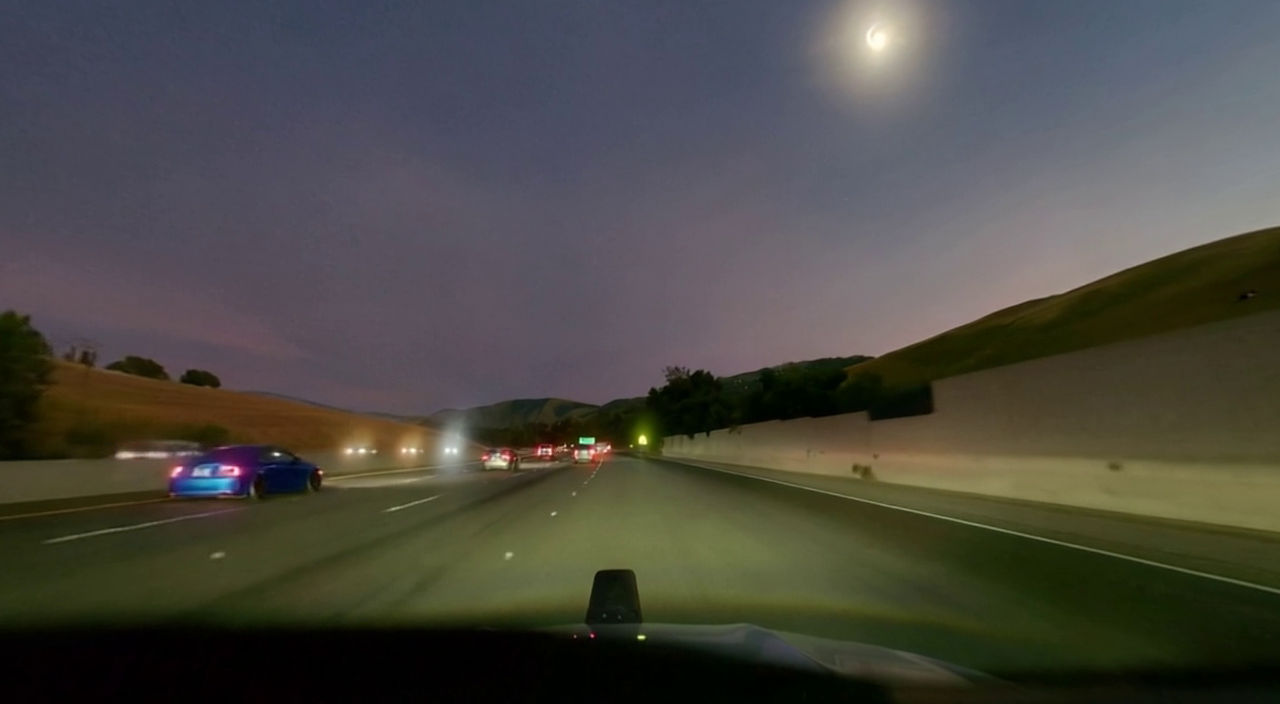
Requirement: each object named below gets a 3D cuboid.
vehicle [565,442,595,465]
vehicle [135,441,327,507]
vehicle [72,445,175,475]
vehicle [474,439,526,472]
[{"bbox_3d":[-4.584,7.847,48.997,2.115,1.713,4.263,0,-9,-2],"label":"vehicle"},{"bbox_3d":[-10.424,3.117,16.670,1.949,1.475,4.740,0,-9,-1],"label":"vehicle"},{"bbox_3d":[-30.217,6.306,37.197,1.911,1.588,4.877,0,-9,0],"label":"vehicle"},{"bbox_3d":[-8.068,6.036,36.965,2.074,1.768,4.805,0,-9,-2],"label":"vehicle"}]
